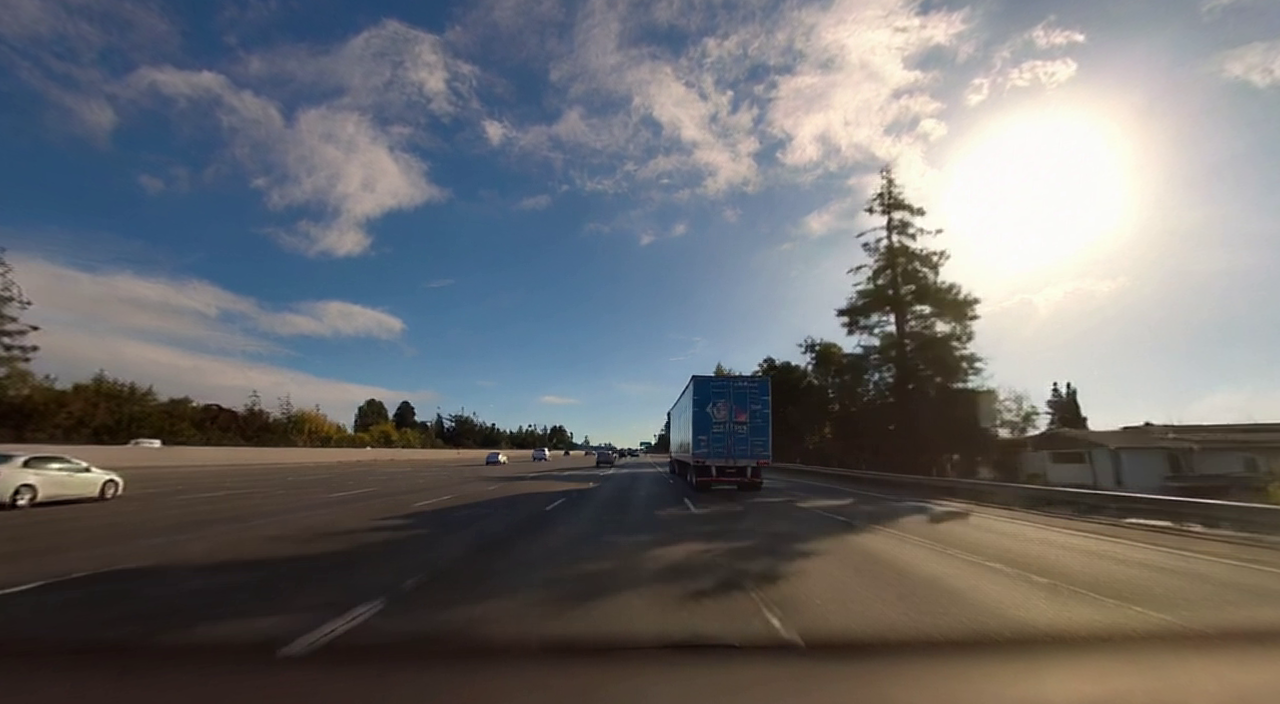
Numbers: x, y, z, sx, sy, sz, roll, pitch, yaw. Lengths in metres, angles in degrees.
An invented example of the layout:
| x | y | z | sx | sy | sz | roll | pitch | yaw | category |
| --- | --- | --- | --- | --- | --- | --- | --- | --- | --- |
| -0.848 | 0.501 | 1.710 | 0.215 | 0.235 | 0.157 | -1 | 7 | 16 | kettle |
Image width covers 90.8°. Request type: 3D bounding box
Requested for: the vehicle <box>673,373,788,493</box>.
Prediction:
| x | y | z | sx | sy | sz | roll | pitch | yaw | category |
| --- | --- | --- | --- | --- | --- | --- | --- | --- | --- |
| 3.482 | 3.935 | 29.414 | 3.140 | 4.100 | 15.551 | 0 | -9 | 0 | vehicle |

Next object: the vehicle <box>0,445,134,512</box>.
| x | y | z | sx | sy | sz | roll | pitch | yaw | category |
| --- | --- | --- | --- | --- | --- | --- | --- | --- | --- |
| -15.192 | 2.999 | 15.225 | 1.982 | 1.471 | 4.747 | 0 | -9 | 1 | vehicle |
